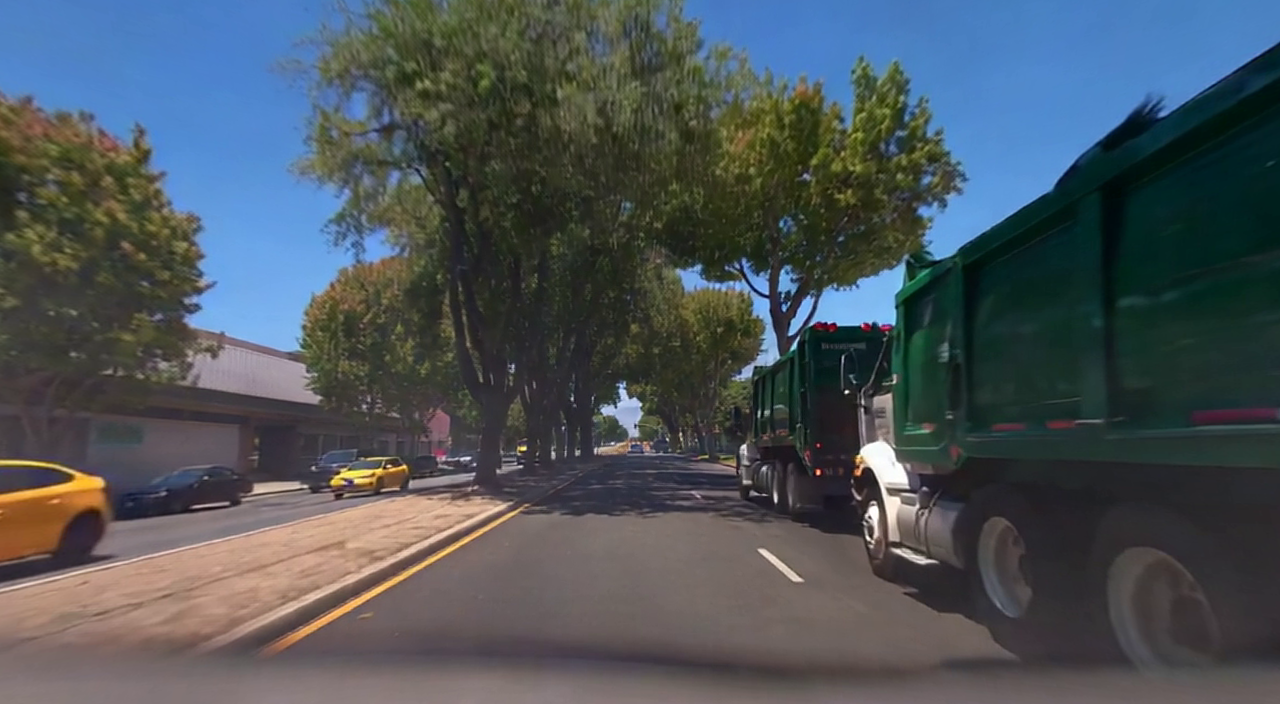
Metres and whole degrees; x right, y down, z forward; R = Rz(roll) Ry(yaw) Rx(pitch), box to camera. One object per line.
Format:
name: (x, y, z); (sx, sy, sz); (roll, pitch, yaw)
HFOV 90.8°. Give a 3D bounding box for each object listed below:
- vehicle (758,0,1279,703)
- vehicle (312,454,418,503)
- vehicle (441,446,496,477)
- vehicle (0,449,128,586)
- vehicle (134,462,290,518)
vehicle: (3.679, 0.552, 6.463); (2.731, 3.407, 10.262); (0, -9, -1)
vehicle: (-9.708, 4.453, 22.715); (1.953, 1.539, 4.326); (0, -9, -2)
vehicle: (-10.288, 6.595, 38.230); (2.089, 1.754, 4.573); (0, -9, -1)
vehicle: (-9.237, 2.103, 7.914); (1.959, 1.749, 4.488); (0, -9, -2)
vehicle: (-13.275, 4.266, 20.004); (1.803, 1.427, 4.604); (0, -9, -2)
